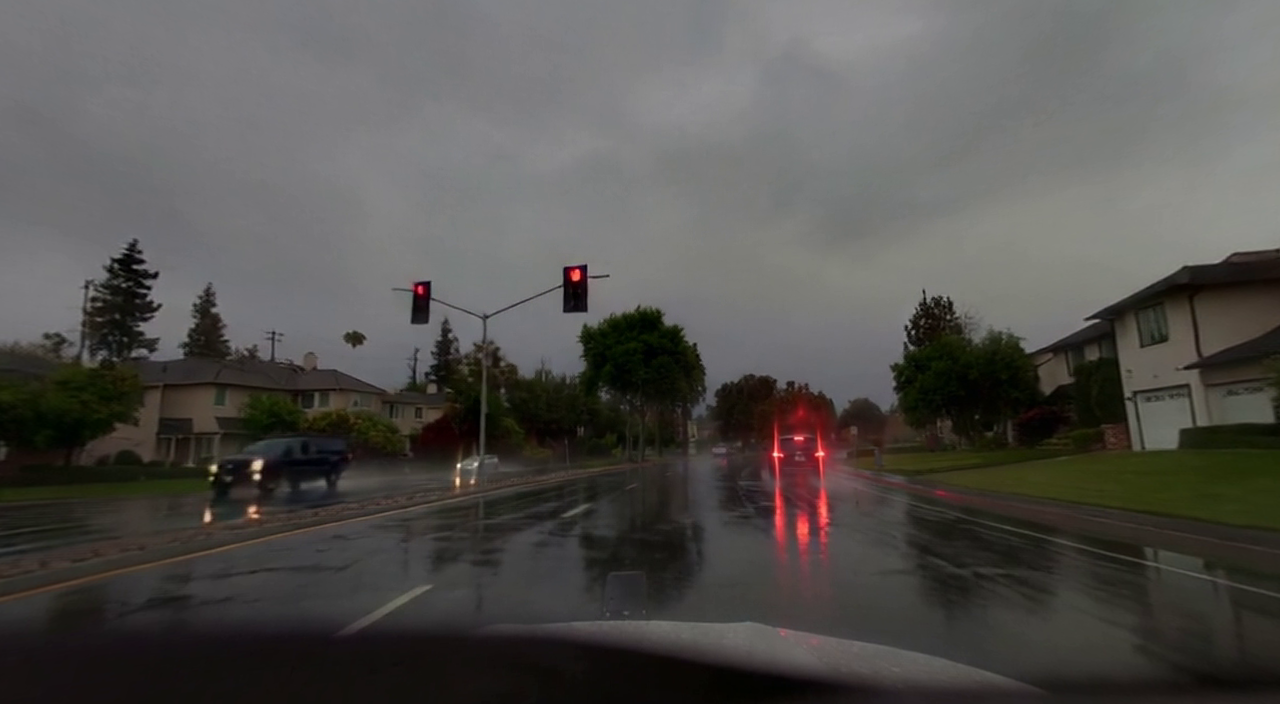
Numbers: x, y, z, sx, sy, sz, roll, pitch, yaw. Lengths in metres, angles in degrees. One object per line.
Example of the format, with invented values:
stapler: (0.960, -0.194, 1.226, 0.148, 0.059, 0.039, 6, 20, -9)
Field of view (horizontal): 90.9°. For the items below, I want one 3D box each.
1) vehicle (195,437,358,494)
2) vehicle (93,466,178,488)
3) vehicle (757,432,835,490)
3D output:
vehicle: (-14.393, 4.499, 25.627, 2.555, 2.009, 6.050, -1, -8, 6)
vehicle: (-38.138, 9.425, 47.764, 1.718, 1.432, 4.577, -5, -10, 28)
vehicle: (5.513, 3.899, 22.889, 2.141, 1.833, 4.704, -1, -8, 7)
